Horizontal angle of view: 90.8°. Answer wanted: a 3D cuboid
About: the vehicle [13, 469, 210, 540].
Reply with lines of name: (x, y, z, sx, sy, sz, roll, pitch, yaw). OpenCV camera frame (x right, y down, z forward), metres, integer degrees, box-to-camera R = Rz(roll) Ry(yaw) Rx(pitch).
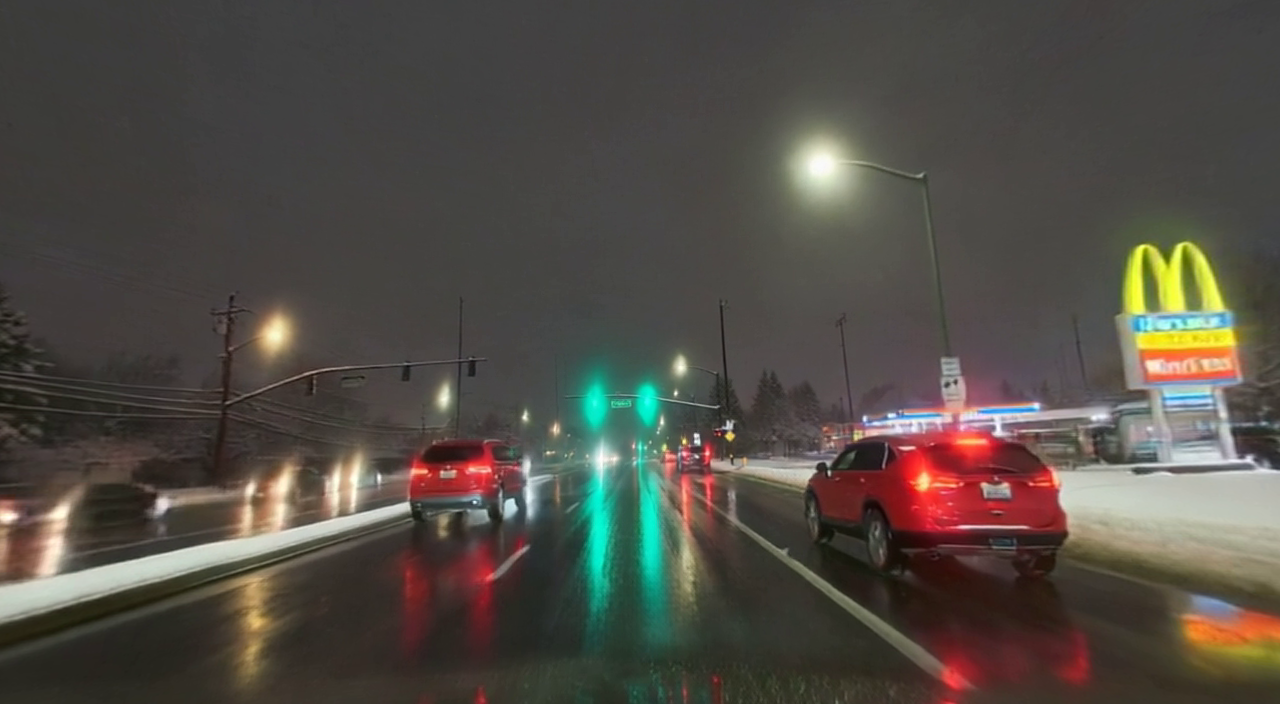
vehicle: (-14.178, 4.058, 17.337, 1.851, 1.540, 4.025, 0, -9, 1)

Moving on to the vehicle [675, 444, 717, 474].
vehicle: (3.329, 6.444, 38.308, 2.066, 1.699, 4.419, 0, -9, -1)

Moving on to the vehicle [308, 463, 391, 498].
vehicle: (-14.161, 6.261, 31.156, 1.861, 1.472, 4.543, 0, -9, 1)

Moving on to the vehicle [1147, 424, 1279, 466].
vehicle: (23.015, 3.746, 25.326, 1.821, 1.516, 4.163, 1, -8, -2)

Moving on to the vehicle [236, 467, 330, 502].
vehicle: (-17.666, 6.555, 31.563, 1.968, 1.476, 4.598, 0, -9, 1)

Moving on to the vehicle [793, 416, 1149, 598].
vehicle: (3.617, 1.769, 8.146, 2.085, 1.655, 4.459, 0, -9, -1)

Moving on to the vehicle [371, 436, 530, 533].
vehicle: (-3.572, 2.563, 12.816, 1.935, 1.617, 4.045, 0, -9, 0)
